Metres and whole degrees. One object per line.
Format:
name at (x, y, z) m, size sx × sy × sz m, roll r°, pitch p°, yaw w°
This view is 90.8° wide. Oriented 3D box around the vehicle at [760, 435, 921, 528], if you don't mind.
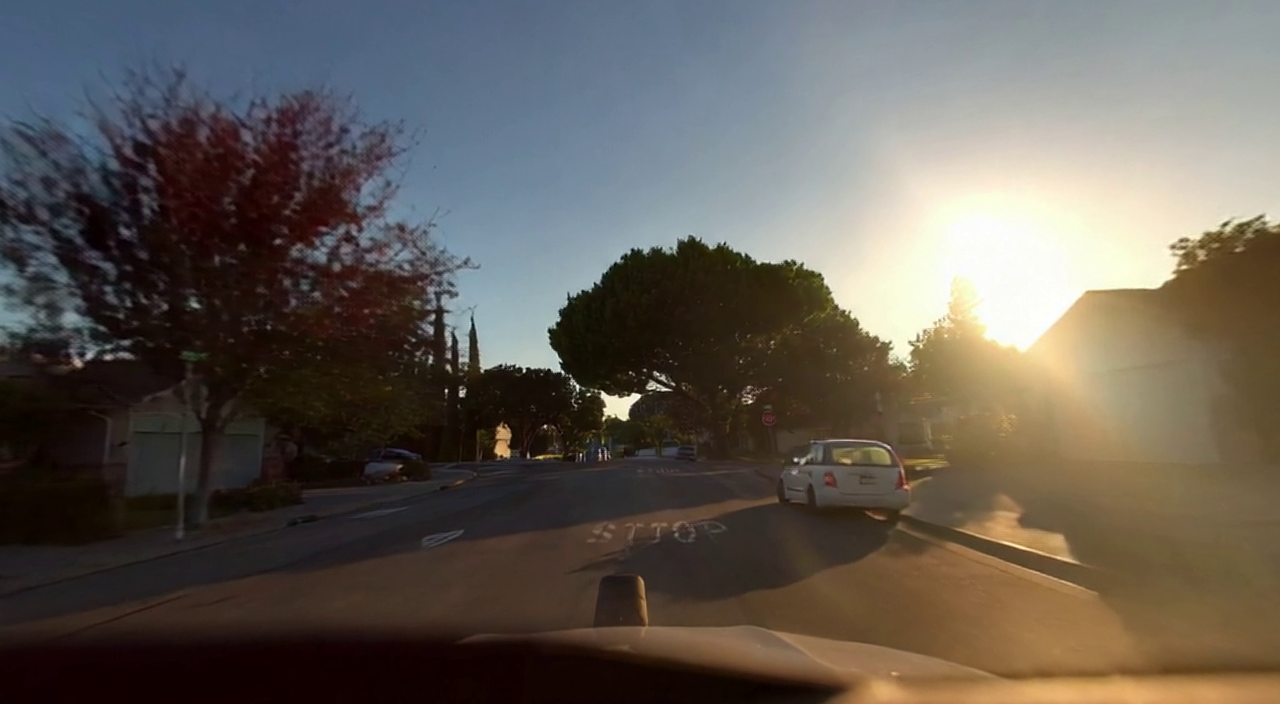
vehicle at (3.726, 2.468, 12.583) m, size 1.975 × 1.528 × 4.000 m, roll 0°, pitch -9°, yaw 2°
